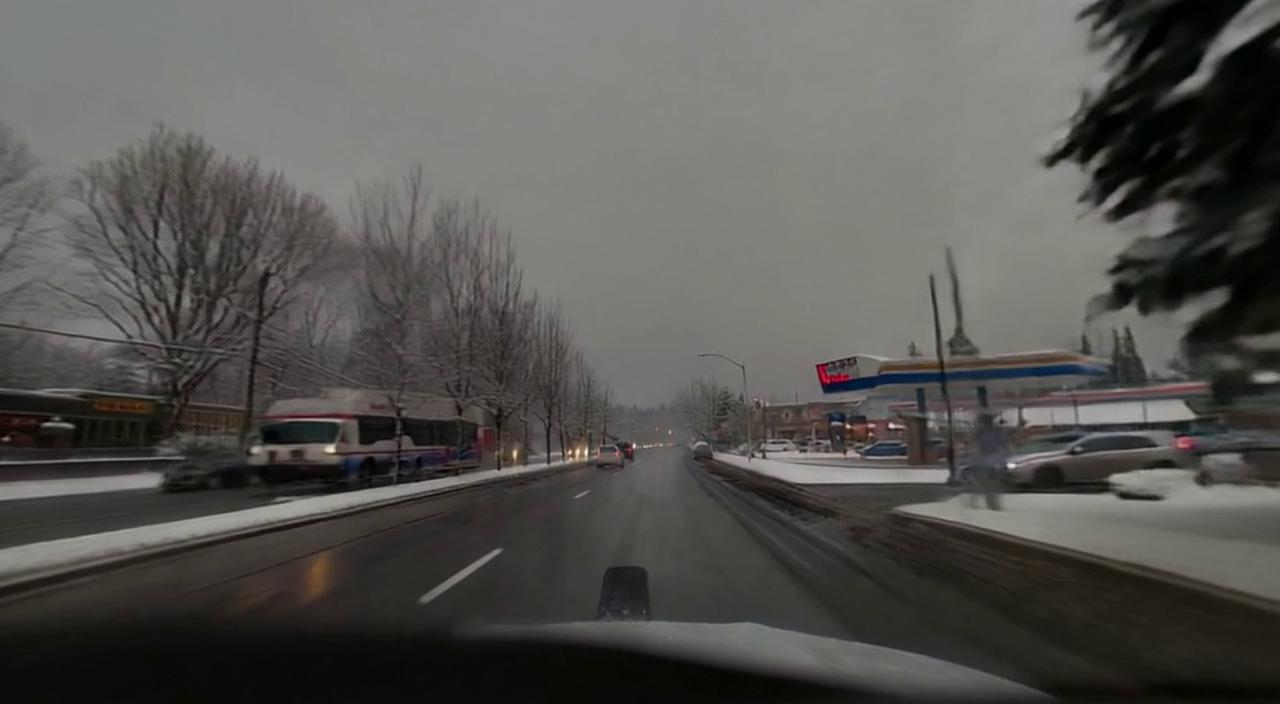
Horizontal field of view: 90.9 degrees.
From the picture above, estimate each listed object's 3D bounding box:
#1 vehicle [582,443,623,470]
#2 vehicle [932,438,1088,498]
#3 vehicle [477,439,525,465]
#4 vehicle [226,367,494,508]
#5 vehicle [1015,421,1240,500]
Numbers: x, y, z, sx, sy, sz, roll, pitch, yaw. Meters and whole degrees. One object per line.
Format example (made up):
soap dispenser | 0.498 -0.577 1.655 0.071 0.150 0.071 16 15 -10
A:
vehicle | -2.096 5.986 36.303 1.959 1.406 4.272 0 -9 2
vehicle | 10.317 3.247 18.103 1.888 1.465 4.727 0 -9 4
vehicle | -9.880 7.143 45.238 2.074 1.755 4.412 0 -9 5
vehicle | -8.241 2.945 21.763 3.056 3.289 13.199 -2 -8 1
vehicle | 13.237 2.998 17.759 2.015 1.839 5.416 1 -9 0
